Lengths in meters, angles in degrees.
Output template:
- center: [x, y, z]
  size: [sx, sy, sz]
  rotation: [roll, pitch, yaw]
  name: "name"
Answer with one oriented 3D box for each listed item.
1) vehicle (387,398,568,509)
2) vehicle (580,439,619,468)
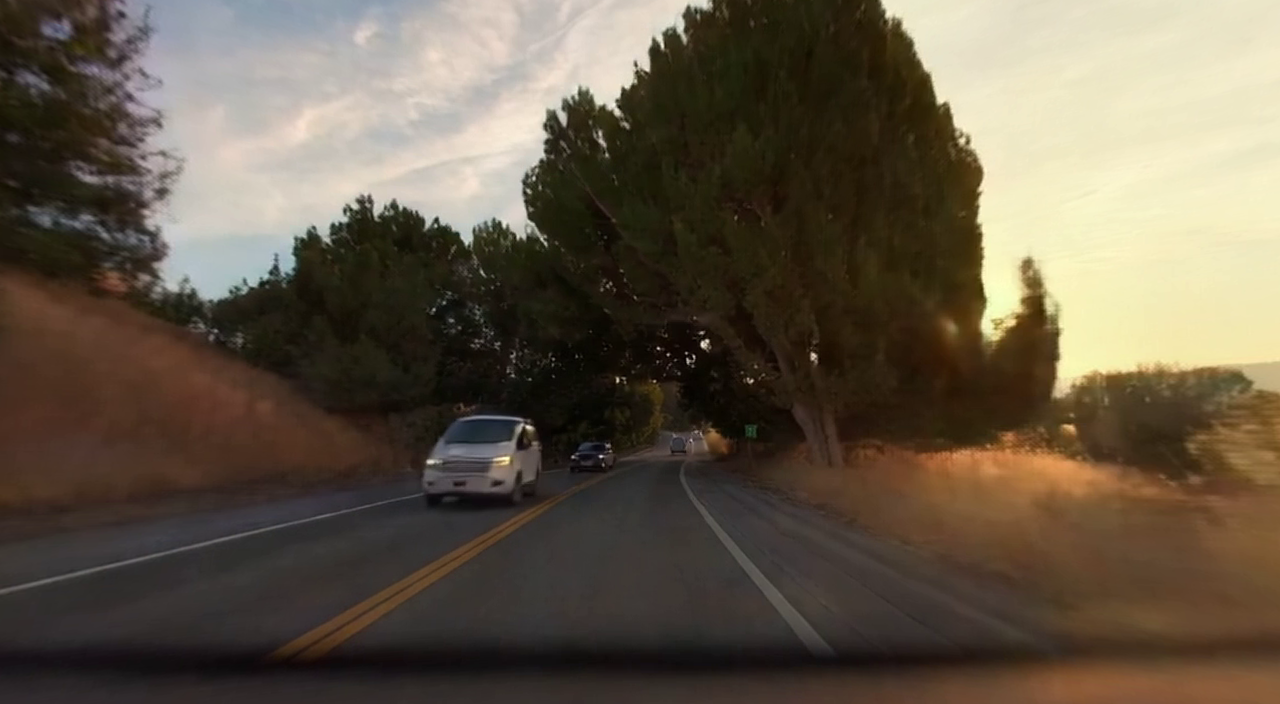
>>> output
- center: [-3.927, 2.736, 17.437]
  size: [2.825, 2.376, 7.468]
  rotation: [-1, -8, 2]
  name: "vehicle"
- center: [-2.613, 6.758, 42.165]
  size: [2.097, 1.791, 4.663]
  rotation: [-1, -8, 2]
  name: "vehicle"
